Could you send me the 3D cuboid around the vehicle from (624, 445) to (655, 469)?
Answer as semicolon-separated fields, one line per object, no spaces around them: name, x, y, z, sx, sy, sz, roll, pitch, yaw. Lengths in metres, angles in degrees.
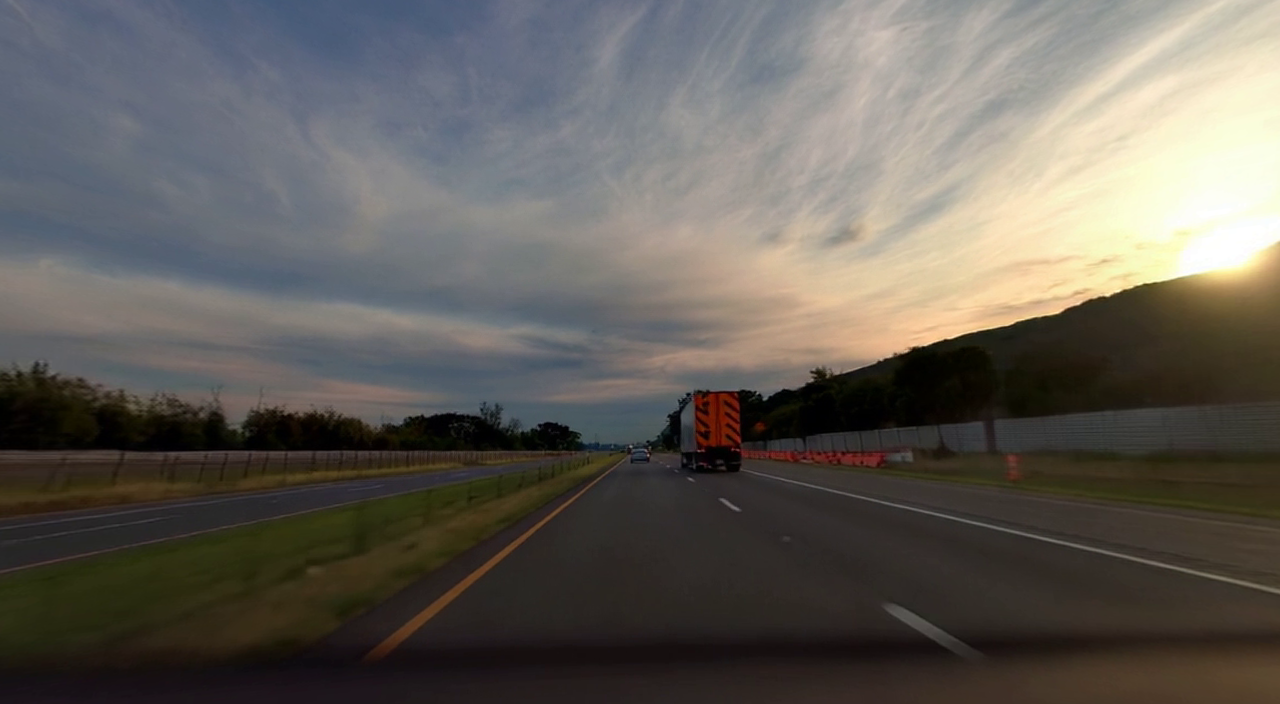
vehicle;-0.042;7.193;43.303;2.065;1.573;3.734;0;-9;0

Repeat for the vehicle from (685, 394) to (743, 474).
vehicle;4.200;4.882;37.034;2.704;4.310;5.716;0;-9;0
